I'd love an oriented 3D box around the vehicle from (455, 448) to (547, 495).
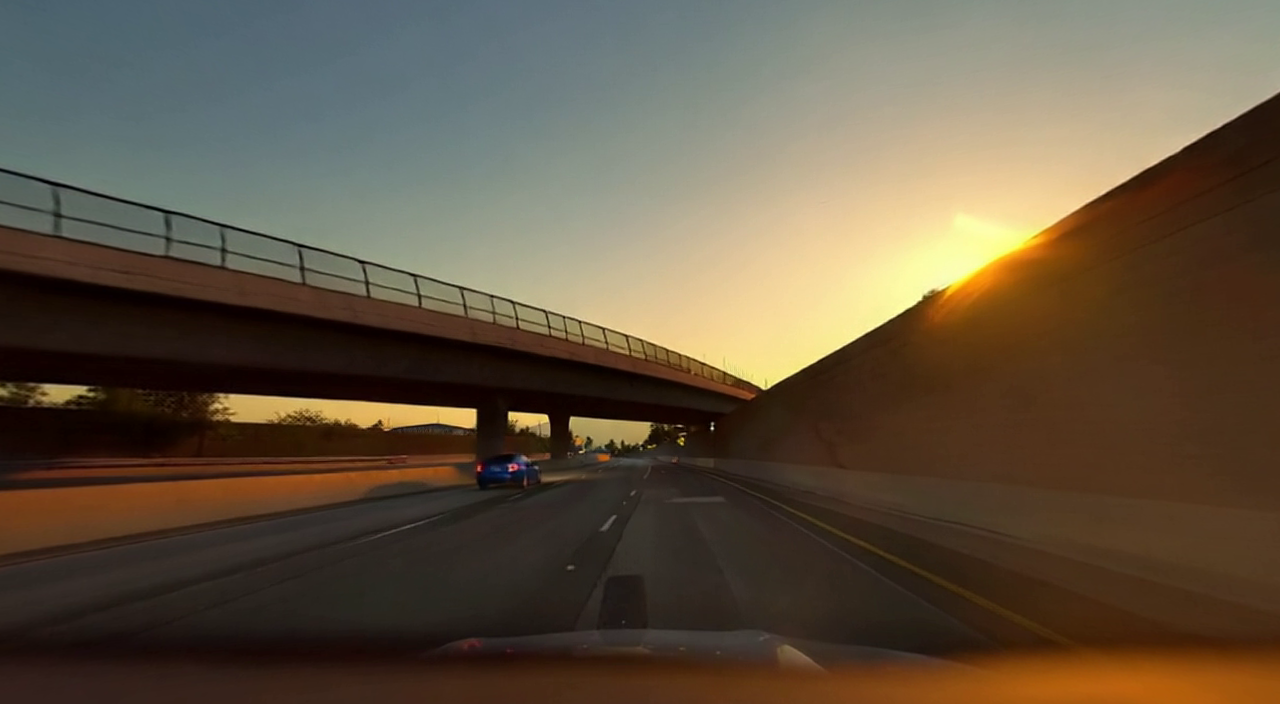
[{"bbox_3d":[-5.119,4.450,23.935,2.172,1.587,4.518,-1,-9,4],"label":"vehicle"}]
